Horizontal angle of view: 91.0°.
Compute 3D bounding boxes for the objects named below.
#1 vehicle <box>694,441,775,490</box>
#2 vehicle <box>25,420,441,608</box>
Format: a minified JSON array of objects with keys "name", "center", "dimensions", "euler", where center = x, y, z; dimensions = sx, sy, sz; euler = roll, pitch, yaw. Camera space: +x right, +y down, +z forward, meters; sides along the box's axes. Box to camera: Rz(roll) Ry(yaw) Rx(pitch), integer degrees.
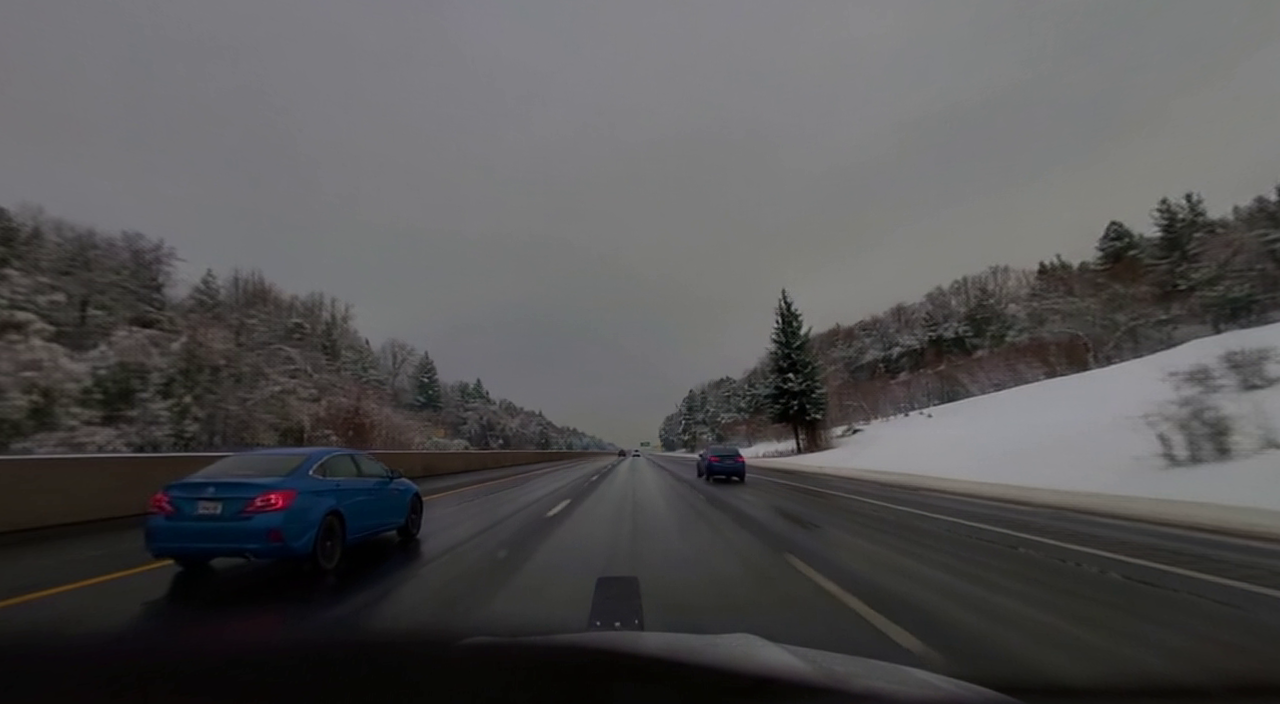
[{"name":"vehicle","center":[3.332,4.115,23.194],"dimensions":[2.146,1.573,4.661],"euler":[0,-9,-1]},{"name":"vehicle","center":[-4.096,1.683,7.502],"dimensions":[2.010,1.550,4.376],"euler":[0,-9,0]}]
